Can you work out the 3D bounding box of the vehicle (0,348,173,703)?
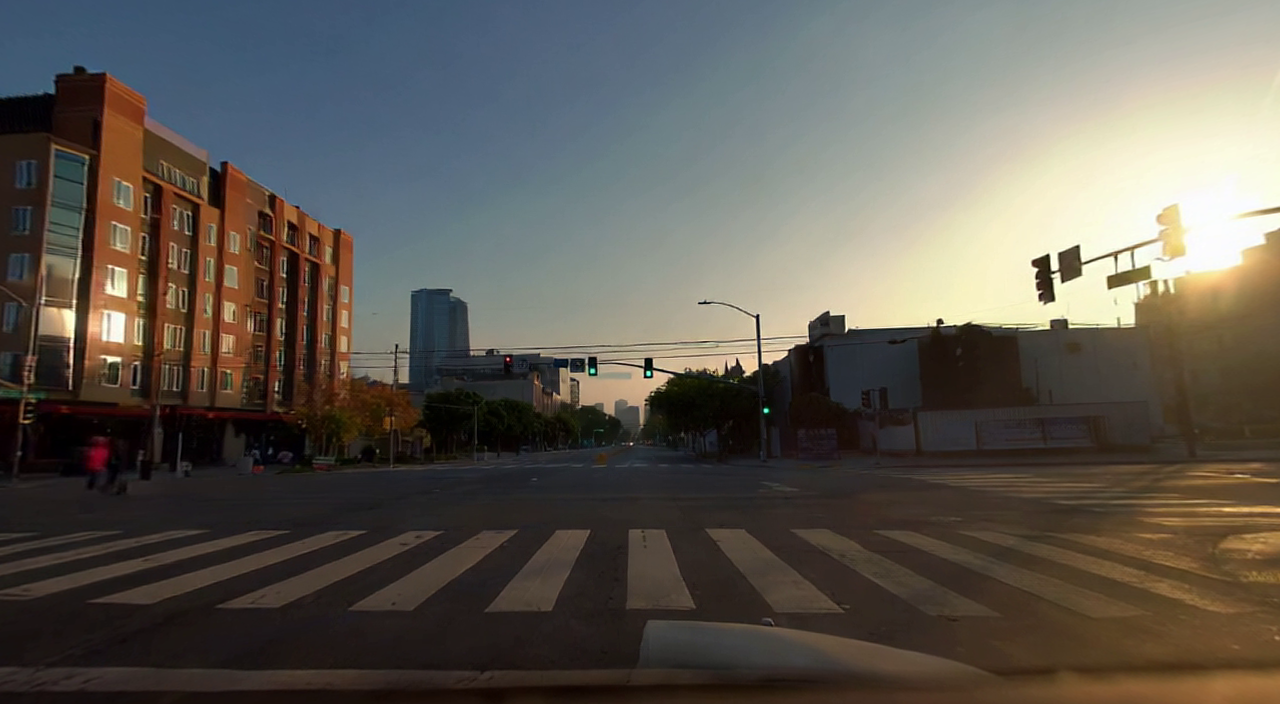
[{"bbox_3d":[-3.622,0.624,1.074,2.109,1.692,4.587,0,-8,0],"label":"vehicle"}]
